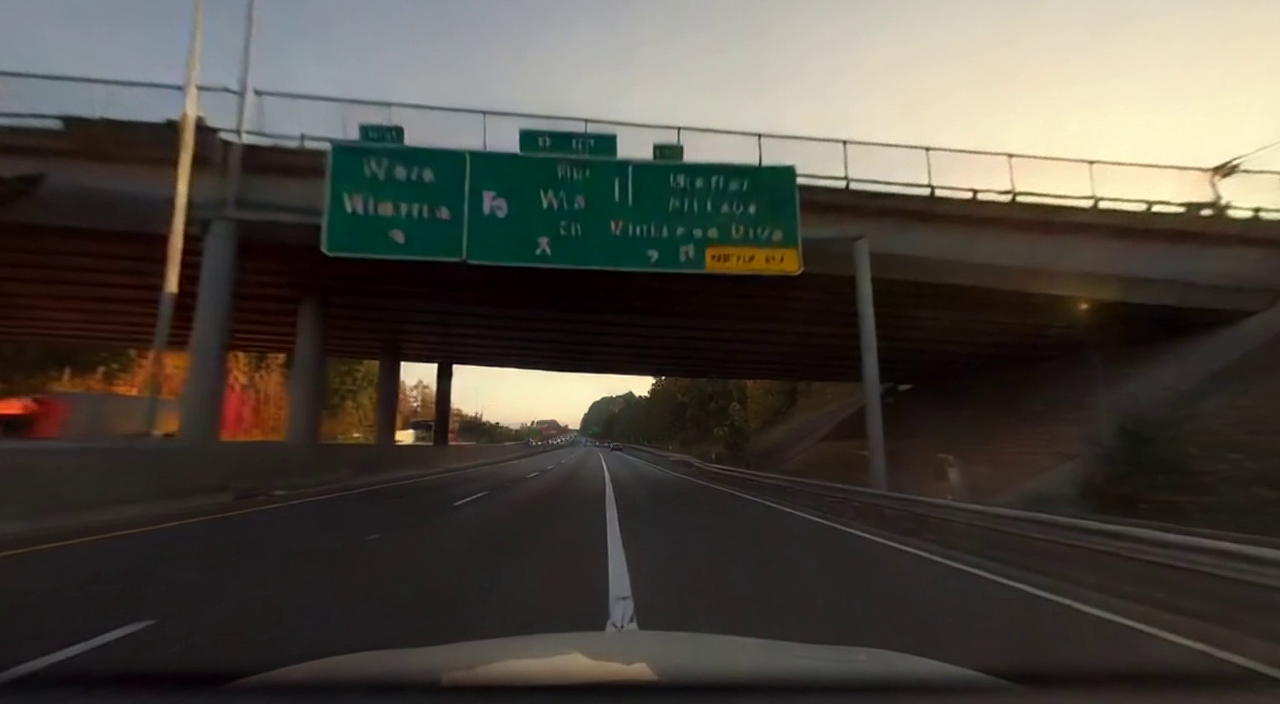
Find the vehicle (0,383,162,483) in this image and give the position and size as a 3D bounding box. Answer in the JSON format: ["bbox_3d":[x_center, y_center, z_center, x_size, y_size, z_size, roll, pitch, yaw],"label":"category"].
[{"bbox_3d":[-19.451,2.686,20.119,2.621,2.778,7.284,0,-9,-3],"label":"vehicle"}]
